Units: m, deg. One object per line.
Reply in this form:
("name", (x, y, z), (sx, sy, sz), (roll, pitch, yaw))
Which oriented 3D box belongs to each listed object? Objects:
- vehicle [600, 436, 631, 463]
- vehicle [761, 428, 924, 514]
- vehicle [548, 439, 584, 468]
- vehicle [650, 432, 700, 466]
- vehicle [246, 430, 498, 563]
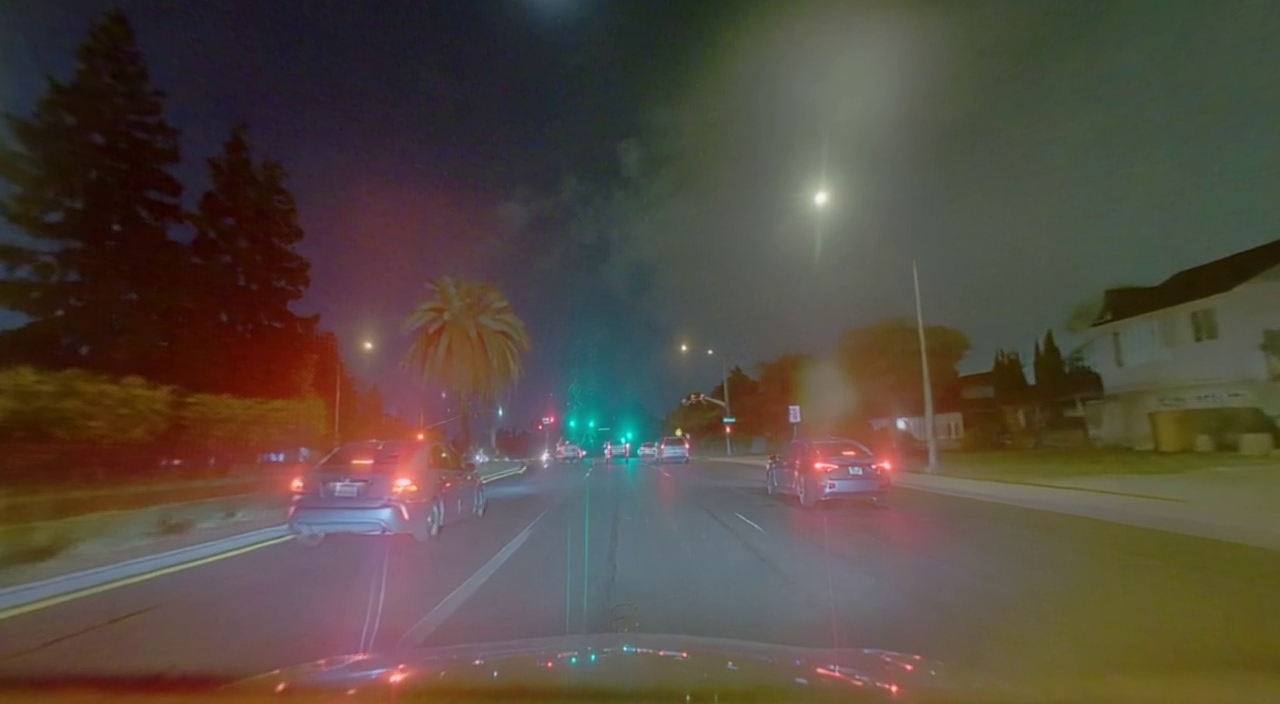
("vehicle", (-1.901, 7.339, 47.621), (2.164, 1.867, 4.254), (1, -8, -5))
("vehicle", (3.964, 2.401, 13.185), (1.870, 1.491, 4.009), (0, -8, -3))
("vehicle", (-4.309, 5.986, 37.349), (1.922, 1.577, 4.140), (0, -8, -4))
("vehicle", (2.107, 6.058, 39.756), (2.391, 1.960, 5.600), (0, -8, -4))
("vehicle", (-3.507, 1.948, 9.300), (1.924, 1.473, 4.200), (0, -8, -1))
